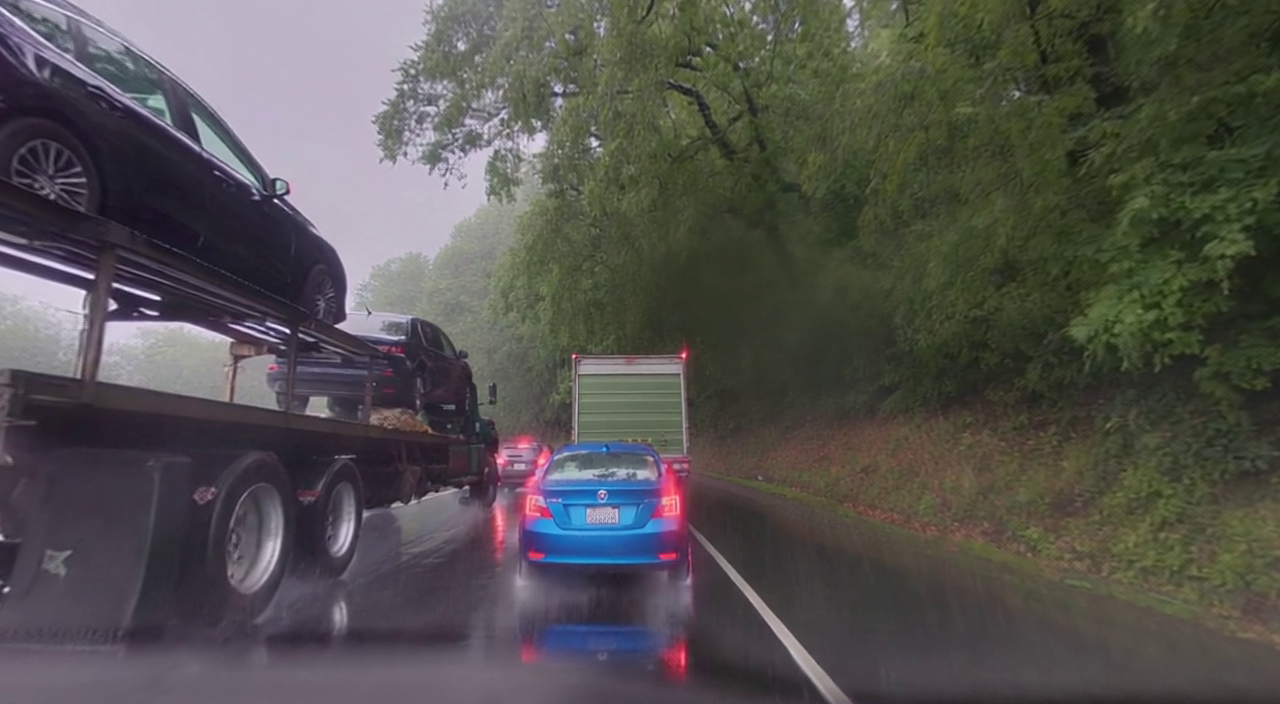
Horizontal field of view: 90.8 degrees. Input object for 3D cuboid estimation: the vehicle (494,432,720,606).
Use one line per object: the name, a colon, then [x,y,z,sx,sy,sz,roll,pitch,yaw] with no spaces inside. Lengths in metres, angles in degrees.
vehicle: [-0.315,1.743,7.339,1.991,1.507,3.391,0,-9,-1]

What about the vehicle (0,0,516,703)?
vehicle: [-4.627,0.692,9.028,2.836,4.059,14.286,0,-9,0]
